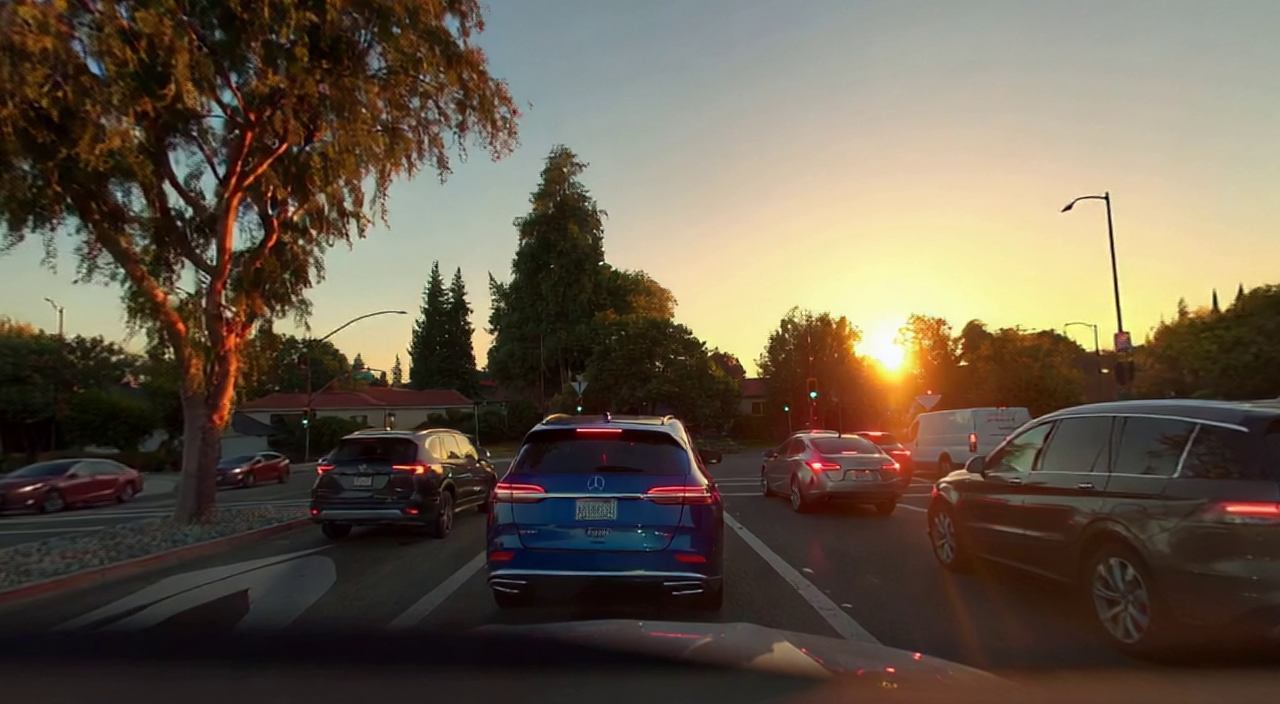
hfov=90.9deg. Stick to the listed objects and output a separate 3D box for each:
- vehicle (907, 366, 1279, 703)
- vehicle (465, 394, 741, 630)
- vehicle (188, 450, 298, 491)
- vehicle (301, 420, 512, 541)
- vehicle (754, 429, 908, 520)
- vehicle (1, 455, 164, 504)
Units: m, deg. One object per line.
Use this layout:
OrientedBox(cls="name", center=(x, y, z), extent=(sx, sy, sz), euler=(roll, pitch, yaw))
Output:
OrientedBox(cls="vehicle", center=(4.154, 1.262, 5.385), extent=(2.014, 1.740, 4.515), euler=(0, -8, 4))
OrientedBox(cls="vehicle", center=(-0.159, 1.469, 6.733), extent=(2.022, 1.700, 4.084), euler=(0, -8, 3))
OrientedBox(cls="vehicle", center=(-15.716, 4.688, 25.233), extent=(1.774, 1.468, 3.863), euler=(0, -8, 1))
OrientedBox(cls="vehicle", center=(-3.758, 2.145, 11.165), extent=(2.012, 1.701, 4.316), euler=(0, -8, 1))
OrientedBox(cls="vehicle", center=(3.681, 2.424, 12.964), extent=(1.847, 1.554, 3.885), euler=(0, -8, -2))
OrientedBox(cls="vehicle", center=(-19.825, 4.529, 22.764), extent=(1.821, 1.503, 4.384), euler=(0, -8, 1))
